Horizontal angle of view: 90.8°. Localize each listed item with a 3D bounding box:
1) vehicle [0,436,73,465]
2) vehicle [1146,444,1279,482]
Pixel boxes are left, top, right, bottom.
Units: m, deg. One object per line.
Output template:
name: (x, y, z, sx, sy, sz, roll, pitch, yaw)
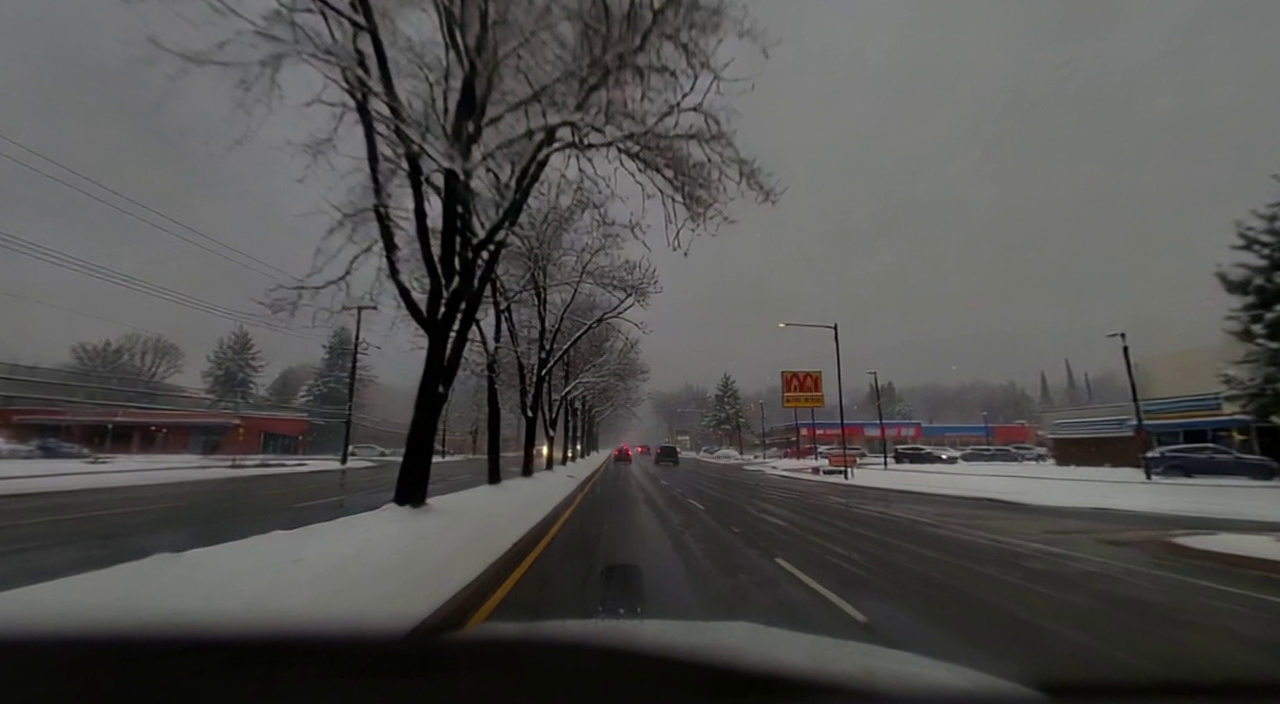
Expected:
vehicle: (-46.518, 7.400, 47.734, 2.278, 2.065, 5.344, 1, -8, 0)
vehicle: (24.492, 4.603, 26.521, 2.066, 1.467, 4.486, 5, -10, -31)
